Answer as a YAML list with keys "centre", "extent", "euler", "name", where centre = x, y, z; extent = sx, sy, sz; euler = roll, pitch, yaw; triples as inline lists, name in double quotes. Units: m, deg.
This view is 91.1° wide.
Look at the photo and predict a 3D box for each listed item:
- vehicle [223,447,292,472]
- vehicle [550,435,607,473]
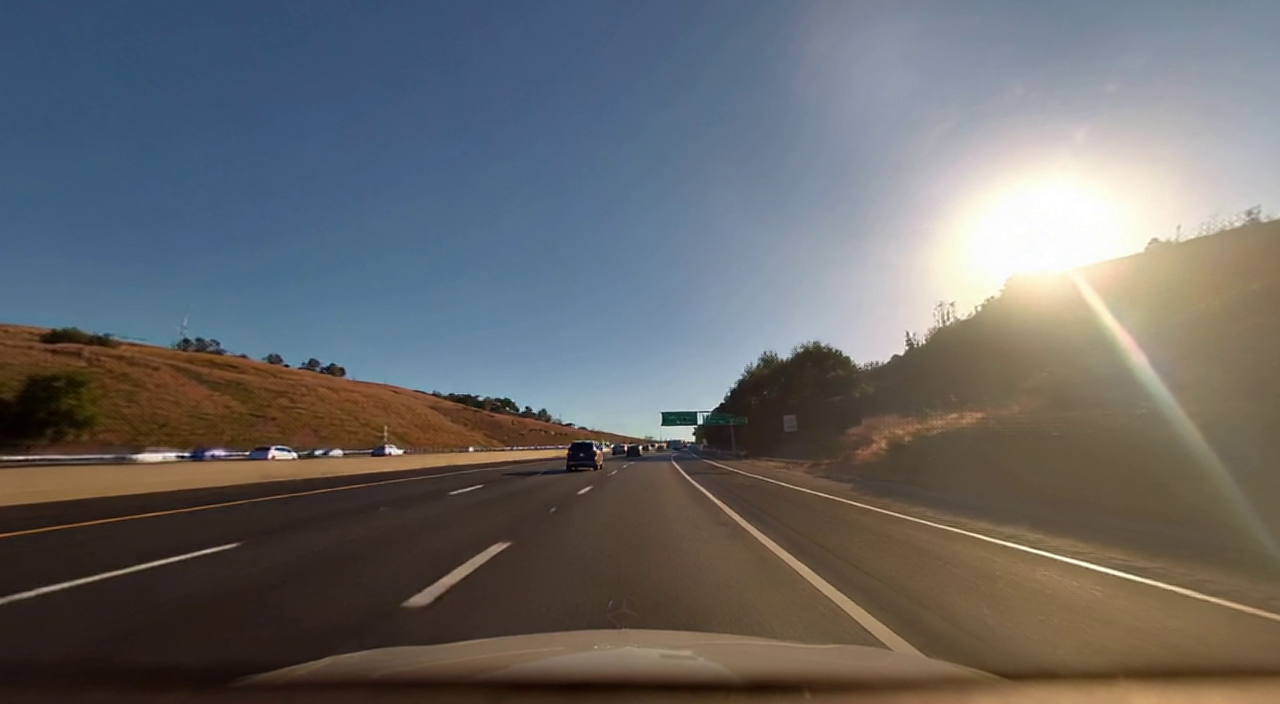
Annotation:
- centre: [-27.527, 7.715, 45.361]
  extent: [2.016, 1.671, 4.537]
  euler: [0, -8, 2]
  name: "vehicle"
- centre: [-3.189, 5.459, 33.868]
  extent: [2.413, 1.896, 5.218]
  euler: [0, -8, 1]
  name: "vehicle"
